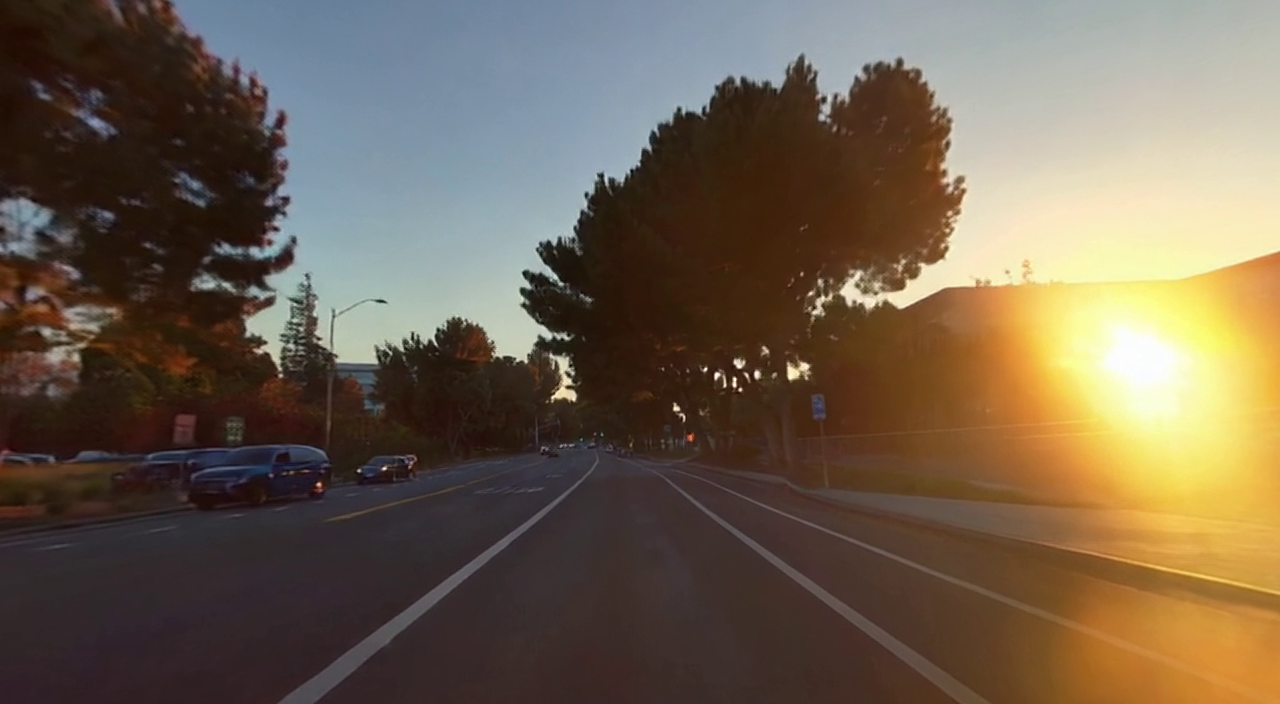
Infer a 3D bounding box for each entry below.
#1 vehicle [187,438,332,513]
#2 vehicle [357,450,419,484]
[{"bbox_3d":[-13.284,4.260,22.587,2.314,2.144,5.403,-3,-8,-6],"label":"vehicle"},{"bbox_3d":[-14.437,6.629,36.476,2.090,1.680,4.434,-2,-10,-5],"label":"vehicle"}]
